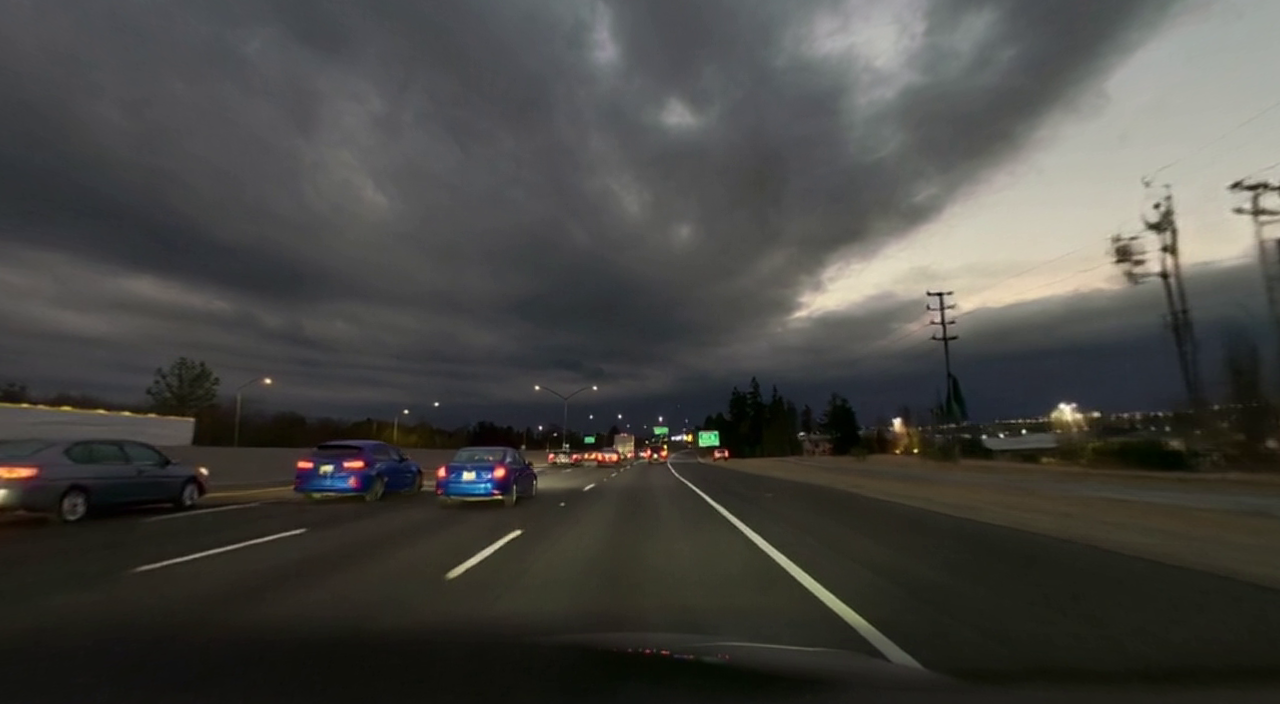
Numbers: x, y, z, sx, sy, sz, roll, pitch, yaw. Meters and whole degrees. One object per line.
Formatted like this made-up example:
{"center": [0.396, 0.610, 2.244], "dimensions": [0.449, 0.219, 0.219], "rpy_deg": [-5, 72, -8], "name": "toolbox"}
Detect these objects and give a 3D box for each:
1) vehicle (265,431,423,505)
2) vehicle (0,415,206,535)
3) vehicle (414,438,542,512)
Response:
{"center": [-7.516, 2.963, 16.587], "dimensions": [1.970, 1.682, 4.297], "rpy_deg": [0, -8, 1], "name": "vehicle"}
{"center": [-10.723, 2.140, 11.429], "dimensions": [2.044, 1.810, 5.016], "rpy_deg": [0, -8, 1], "name": "vehicle"}
{"center": [-3.649, 2.816, 14.958], "dimensions": [1.953, 1.511, 3.704], "rpy_deg": [0, -8, 1], "name": "vehicle"}
